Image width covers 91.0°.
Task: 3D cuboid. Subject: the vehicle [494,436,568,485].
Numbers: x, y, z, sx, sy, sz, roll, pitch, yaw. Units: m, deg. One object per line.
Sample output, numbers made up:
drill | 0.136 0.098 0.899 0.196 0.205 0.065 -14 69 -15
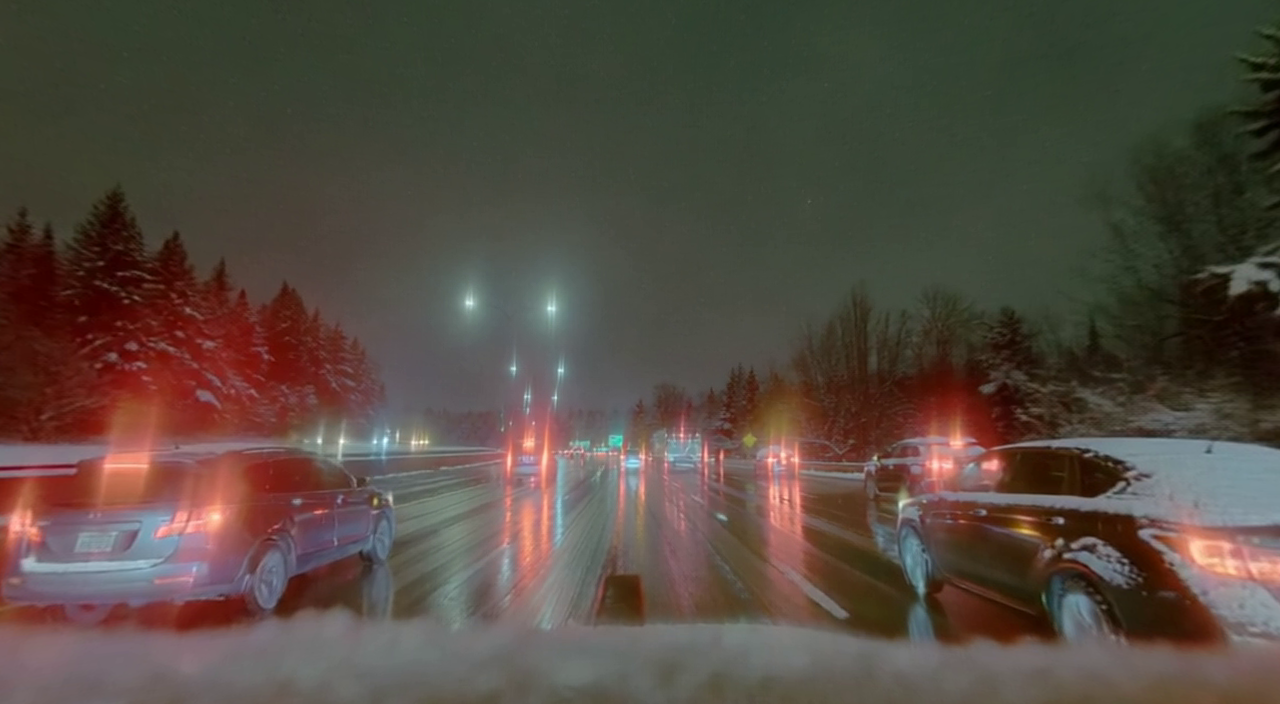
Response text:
vehicle | -4.307 4.407 25.788 2.176 1.783 4.799 0 -9 0

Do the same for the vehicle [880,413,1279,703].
vehicle | 3.124 1.154 3.288 2.031 1.504 4.327 0 -9 0

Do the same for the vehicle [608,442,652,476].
vehicle | -0.553 5.755 34.111 2.235 1.682 4.094 0 -9 -1

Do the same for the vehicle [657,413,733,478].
vehicle | 2.989 5.715 38.358 3.426 3.279 12.313 0 -9 0

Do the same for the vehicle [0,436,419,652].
vehicle | -4.072 1.629 6.465 1.947 1.424 4.264 0 -9 2
